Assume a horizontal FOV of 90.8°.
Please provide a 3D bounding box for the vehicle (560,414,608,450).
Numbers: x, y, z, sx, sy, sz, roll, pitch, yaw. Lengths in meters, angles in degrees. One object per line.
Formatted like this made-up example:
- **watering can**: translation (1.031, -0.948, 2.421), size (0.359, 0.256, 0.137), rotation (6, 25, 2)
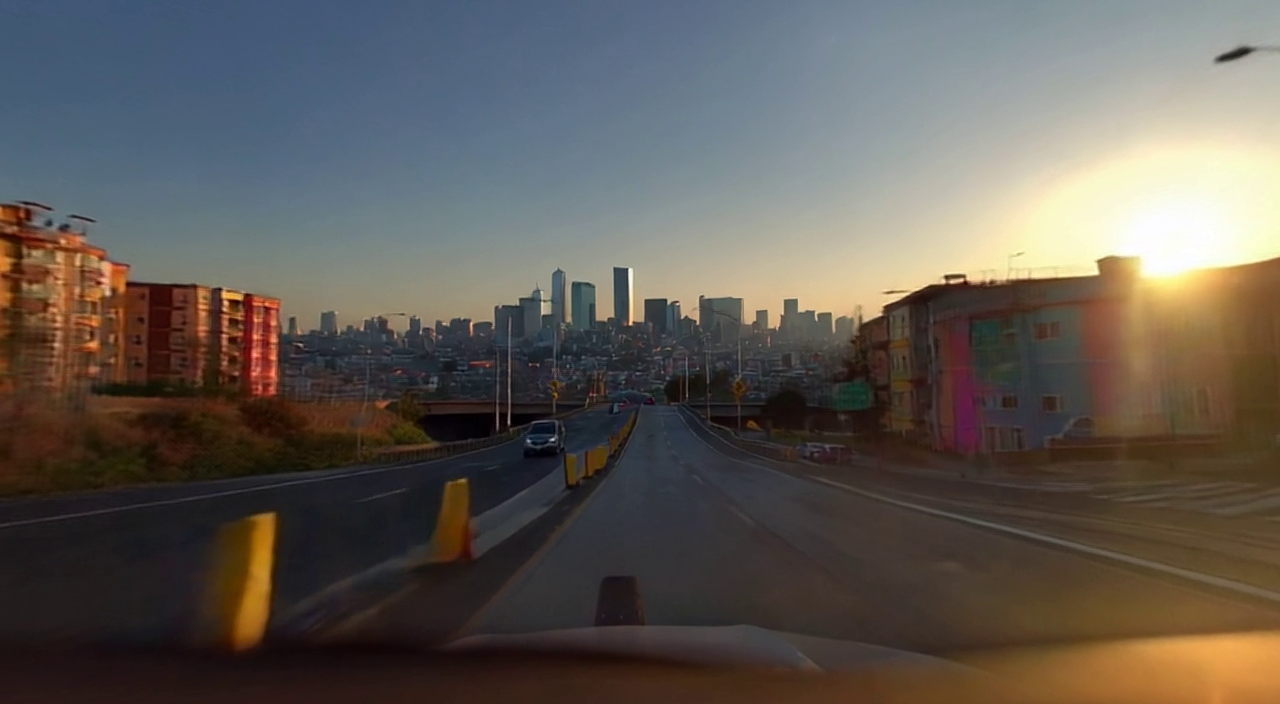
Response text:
- **vehicle**: translation (-2.982, 4.404, 34.598), size (2.109, 1.848, 4.338), rotation (1, -8, 1)

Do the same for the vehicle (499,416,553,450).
- **vehicle**: translation (-6.346, 4.589, 35.621), size (2.175, 1.771, 4.352), rotation (1, -8, 1)

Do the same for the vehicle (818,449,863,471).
- **vehicle**: translation (14.408, 7.766, 45.648), size (1.809, 1.497, 3.837), rotation (0, -8, -3)
